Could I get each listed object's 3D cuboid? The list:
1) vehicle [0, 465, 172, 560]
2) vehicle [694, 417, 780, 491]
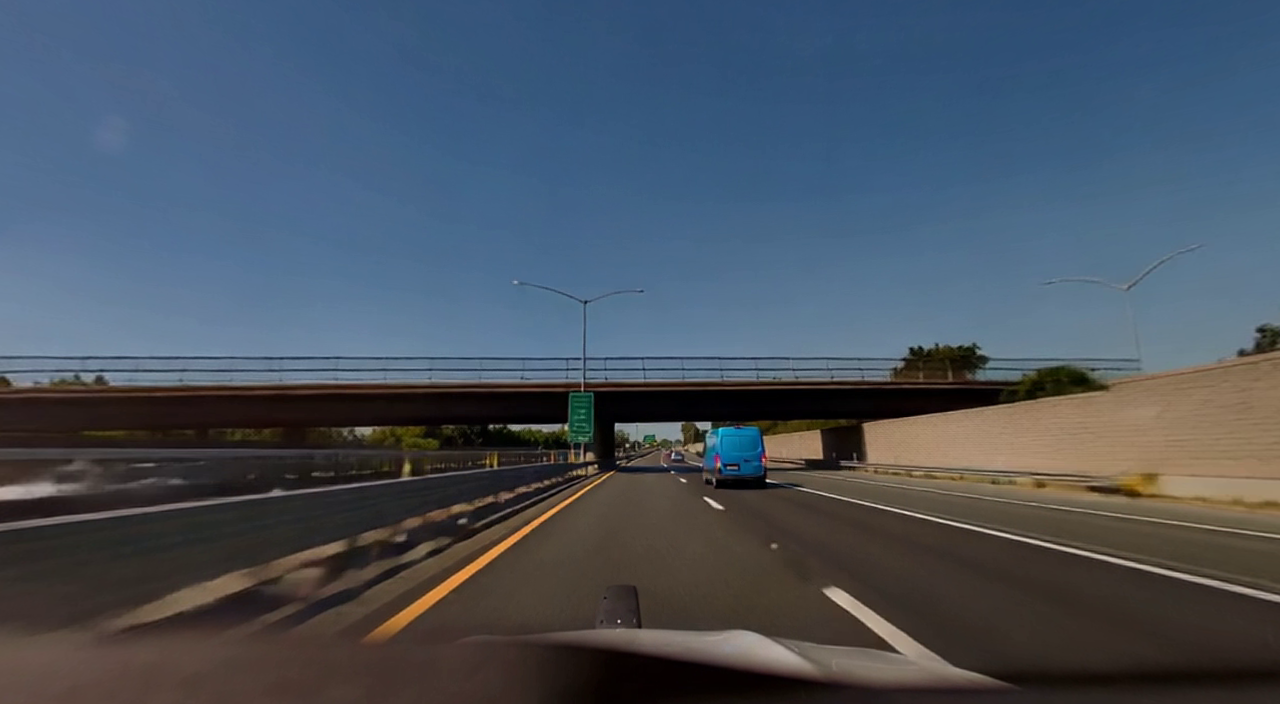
[{"bbox_3d":[-12.392,3.237,13.181,1.890,1.593,4.054,-1,-9,1],"label":"vehicle"},{"bbox_3d":[3.659,4.026,24.921,2.560,2.598,5.581,0,-9,1],"label":"vehicle"}]
